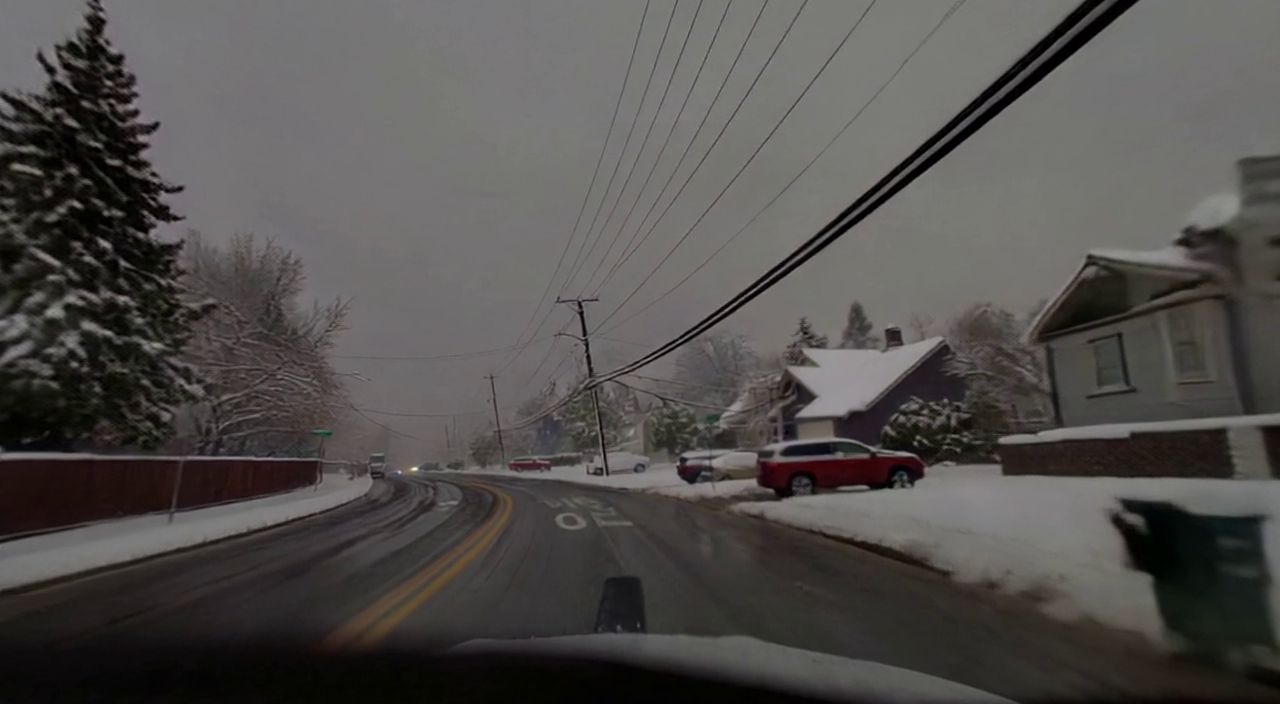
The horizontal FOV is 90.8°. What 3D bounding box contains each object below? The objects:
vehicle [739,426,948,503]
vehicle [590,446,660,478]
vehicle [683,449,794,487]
[{"bbox_3d":[5.824,3.275,18.482,5.229,1.790,2.153,-2,-11,-10],"label":"vehicle"},{"bbox_3d":[-1.053,7.500,43.281,4.337,1.768,1.962,-1,-8,-21],"label":"vehicle"},{"bbox_3d":[4.265,5.027,27.645,4.382,1.531,1.925,2,-9,-14],"label":"vehicle"}]
